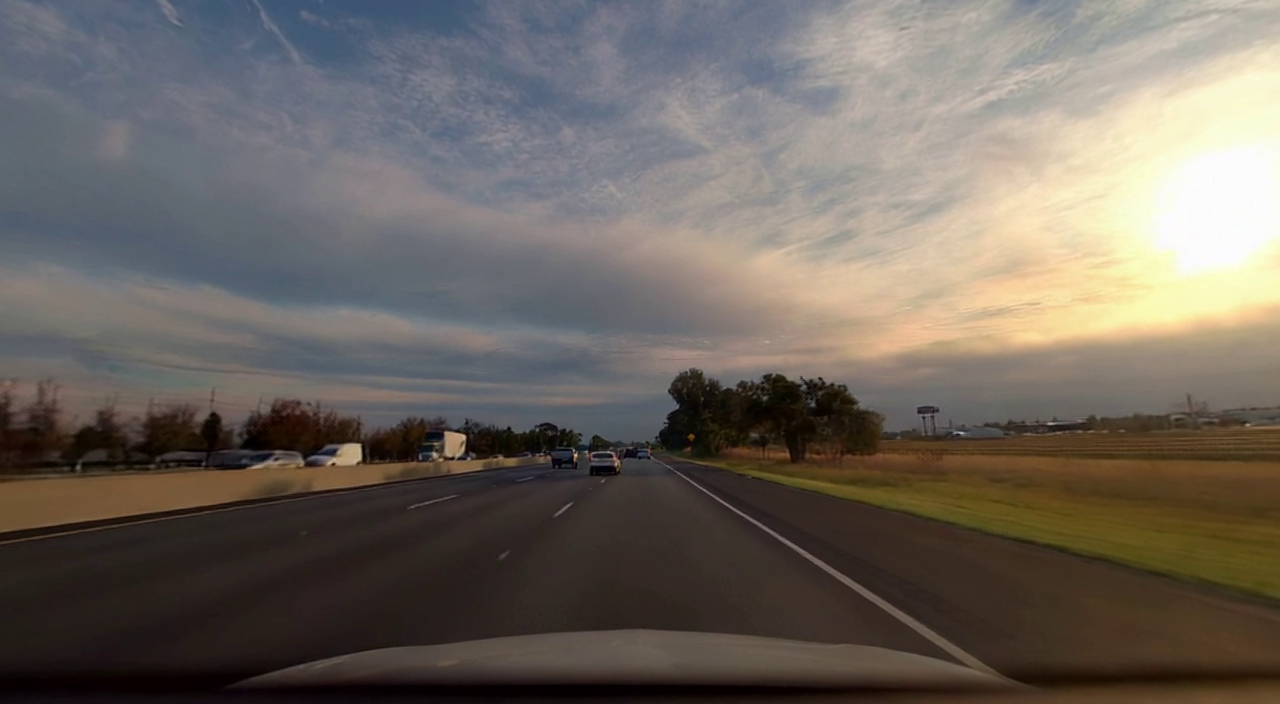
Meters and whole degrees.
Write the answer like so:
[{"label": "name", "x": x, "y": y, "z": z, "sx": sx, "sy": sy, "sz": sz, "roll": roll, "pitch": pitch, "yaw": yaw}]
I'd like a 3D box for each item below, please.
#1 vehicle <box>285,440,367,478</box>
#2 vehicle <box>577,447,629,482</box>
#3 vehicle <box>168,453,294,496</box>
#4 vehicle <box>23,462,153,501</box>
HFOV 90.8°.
[{"label": "vehicle", "x": -18.837, "y": 6.444, "z": 38.165, "sx": 2.177, "sy": 2.067, "sz": 5.288, "roll": 0, "pitch": -9, "yaw": 0}, {"label": "vehicle", "x": -1.658, "y": 5.279, "z": 29.781, "sx": 2.110, "sy": 1.500, "sz": 4.259, "roll": 0, "pitch": -9, "yaw": 1}, {"label": "vehicle", "x": -15.207, "y": 4.532, "z": 23.780, "sx": 1.889, "sy": 1.449, "sz": 4.242, "roll": 0, "pitch": -9, "yaw": 0}, {"label": "vehicle", "x": -22.984, "y": 5.371, "z": 26.515, "sx": 1.729, "sy": 1.410, "sz": 4.183, "roll": 0, "pitch": -9, "yaw": -1}]
